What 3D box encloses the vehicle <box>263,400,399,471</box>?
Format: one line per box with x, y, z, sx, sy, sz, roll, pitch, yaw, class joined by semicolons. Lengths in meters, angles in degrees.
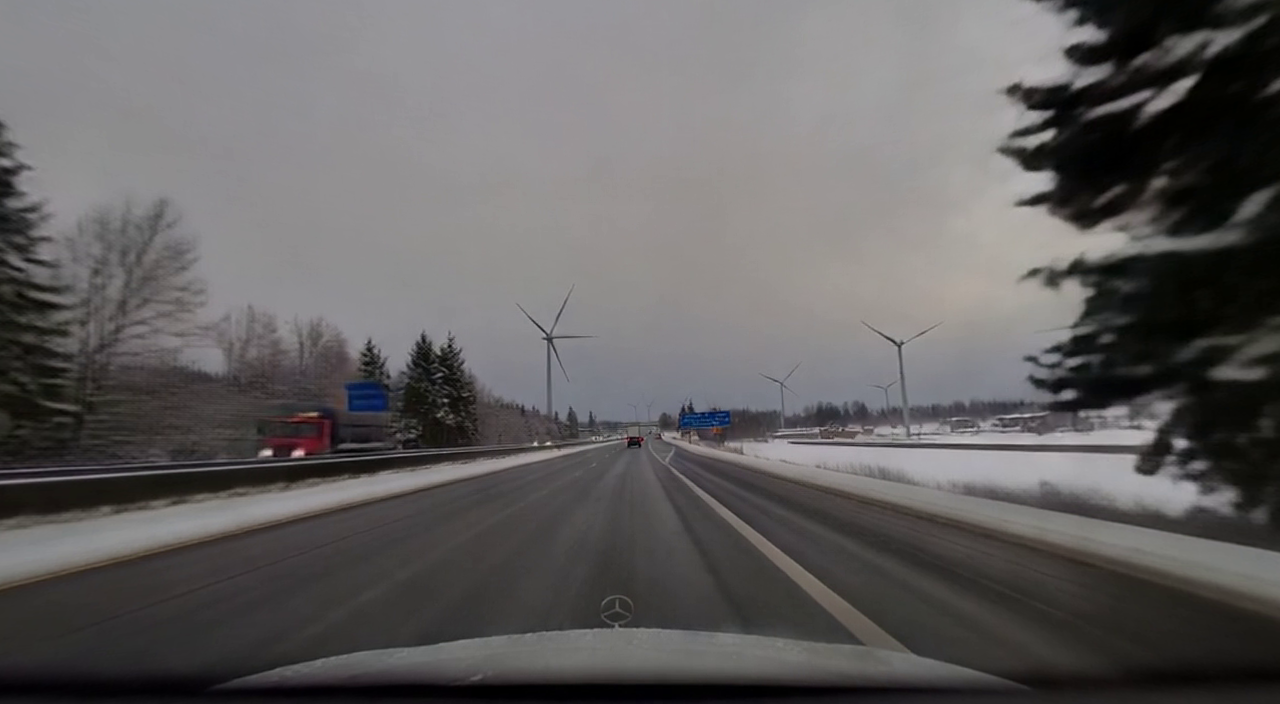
-17.247;4.853;36.177;2.971;3.525;9.305;0;-8;0;vehicle
